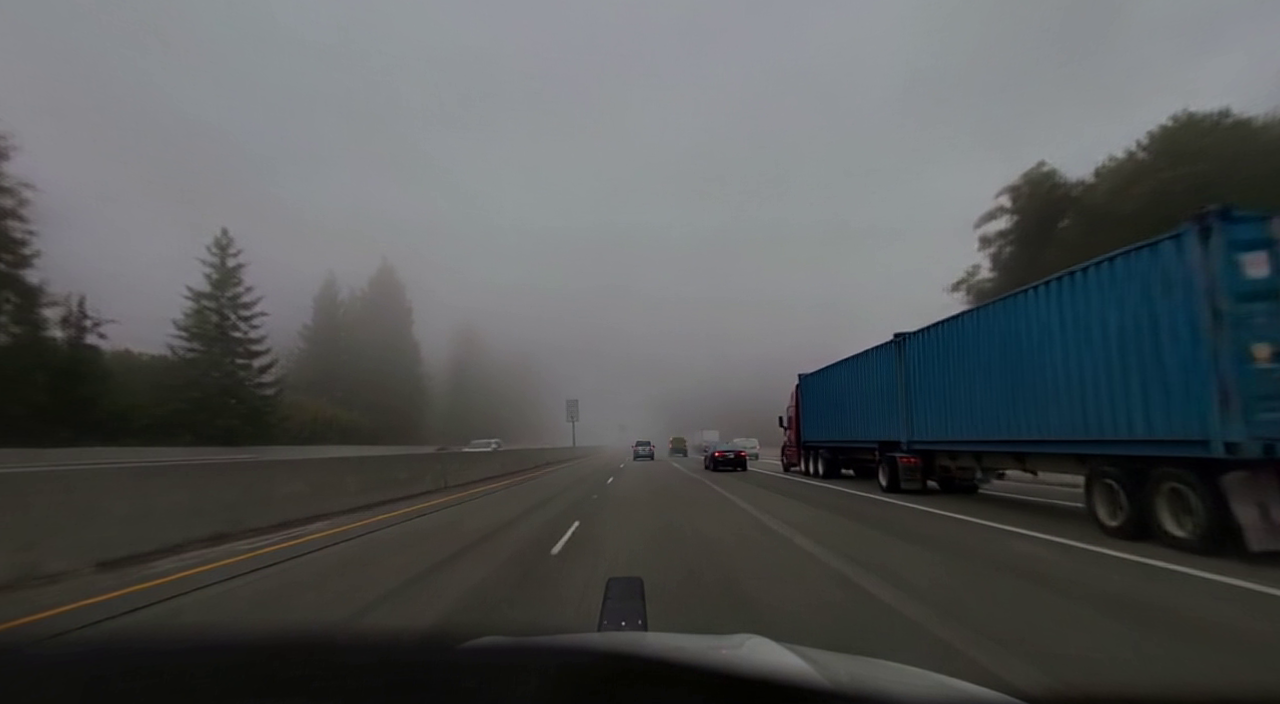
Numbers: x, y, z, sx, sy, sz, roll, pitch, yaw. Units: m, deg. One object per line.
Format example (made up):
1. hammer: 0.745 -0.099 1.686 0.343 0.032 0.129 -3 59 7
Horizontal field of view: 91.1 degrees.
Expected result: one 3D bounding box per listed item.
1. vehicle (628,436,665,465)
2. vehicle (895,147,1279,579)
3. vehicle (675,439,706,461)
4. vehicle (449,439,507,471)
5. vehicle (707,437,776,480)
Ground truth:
1. vehicle: 0.431 6.418 41.056 2.313 1.736 4.215 0 -8 1
2. vehicle: 7.406 0.696 9.952 2.784 4.002 9.298 0 -8 0
3. vehicle: 3.932 7.755 49.727 2.084 1.668 4.511 0 -8 0
4. vehicle: -9.618 6.112 37.605 2.121 1.775 4.656 0 -8 2
5. vehicle: 3.851 4.135 24.639 1.888 1.501 4.608 0 -8 0
